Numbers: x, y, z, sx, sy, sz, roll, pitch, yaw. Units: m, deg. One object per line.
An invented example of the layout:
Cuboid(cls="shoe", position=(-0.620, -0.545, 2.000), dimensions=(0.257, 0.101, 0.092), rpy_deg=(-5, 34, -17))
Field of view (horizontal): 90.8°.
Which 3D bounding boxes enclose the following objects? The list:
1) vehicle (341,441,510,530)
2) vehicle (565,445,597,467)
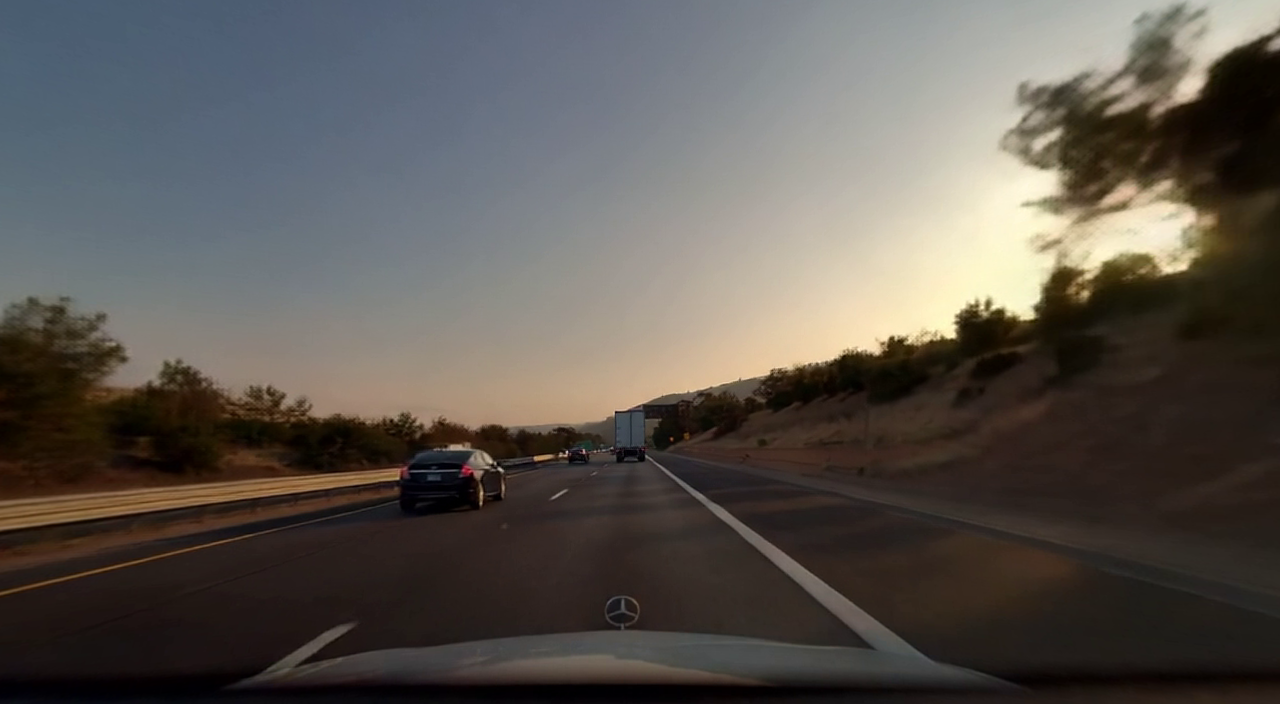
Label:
Cuboid(cls="vehicle", position=(-4.100, 2.605, 12.885), dimensions=(1.978, 1.507, 4.062), rpy_deg=(0, -9, 0))
Cuboid(cls="vehicle", position=(-4.593, 8.199, 49.825), dimensions=(2.115, 1.668, 4.217), rpy_deg=(0, -9, 0))
